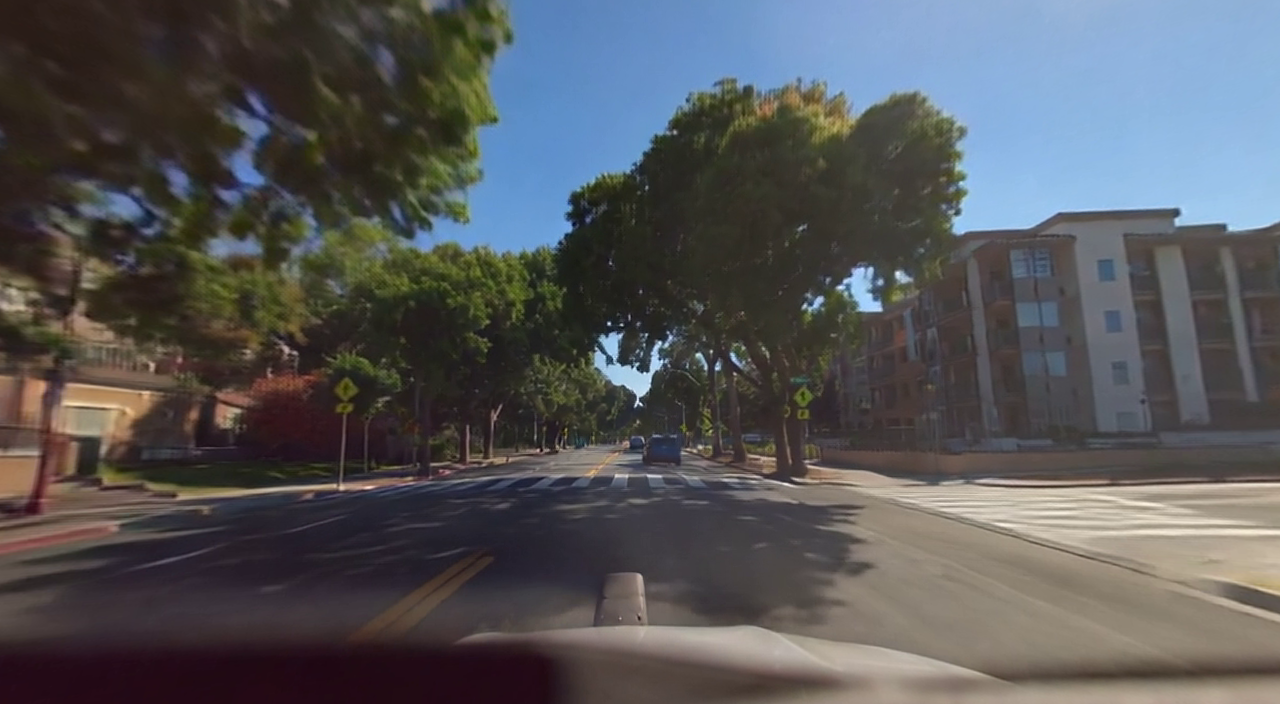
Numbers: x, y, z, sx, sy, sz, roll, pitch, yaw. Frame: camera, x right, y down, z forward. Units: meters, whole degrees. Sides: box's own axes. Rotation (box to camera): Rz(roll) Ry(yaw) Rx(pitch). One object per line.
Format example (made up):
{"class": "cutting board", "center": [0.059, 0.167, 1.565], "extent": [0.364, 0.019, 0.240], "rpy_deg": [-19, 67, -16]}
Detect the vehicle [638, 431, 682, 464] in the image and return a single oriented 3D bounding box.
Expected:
{"class": "vehicle", "center": [1.051, 5.312, 34.987], "extent": [1.981, 1.703, 3.691], "rpy_deg": [1, -8, -5]}
